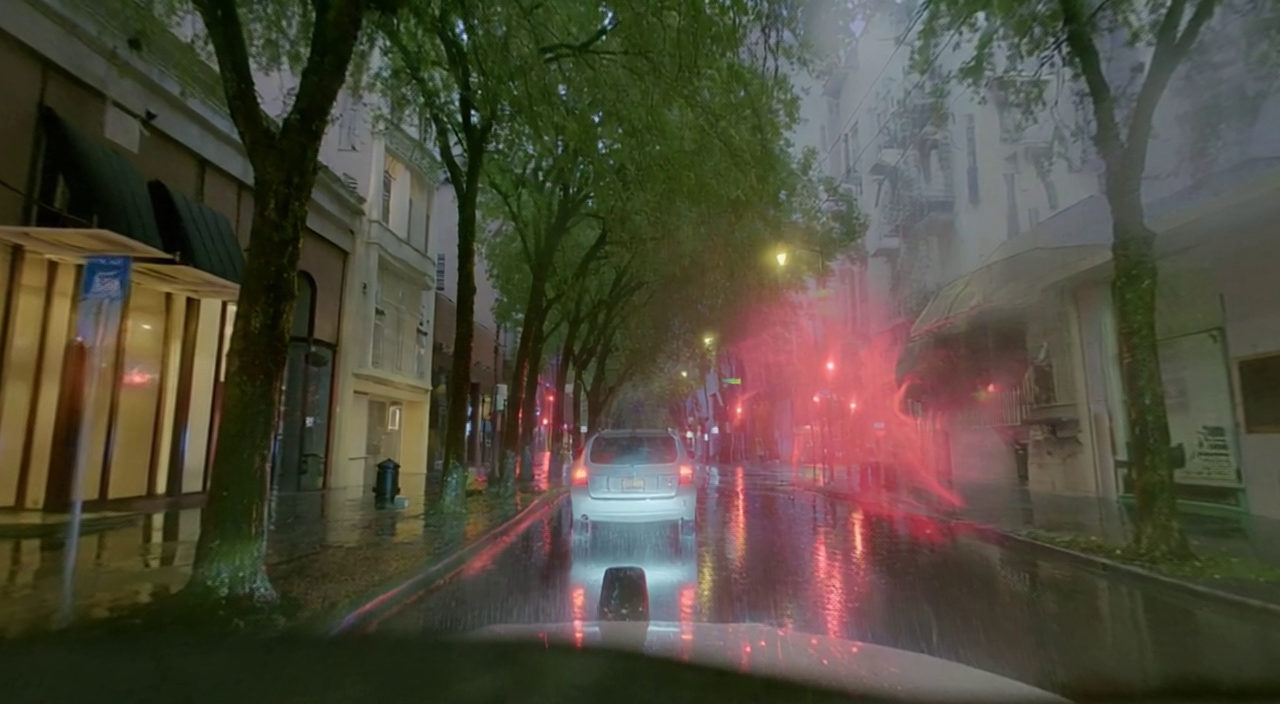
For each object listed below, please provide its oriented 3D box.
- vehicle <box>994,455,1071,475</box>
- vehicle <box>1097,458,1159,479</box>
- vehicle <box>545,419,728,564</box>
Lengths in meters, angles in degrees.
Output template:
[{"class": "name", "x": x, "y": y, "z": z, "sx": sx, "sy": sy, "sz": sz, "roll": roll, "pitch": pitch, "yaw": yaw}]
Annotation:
[{"class": "vehicle", "x": 29.783, "y": 8.584, "z": 47.918, "sx": 4.668, "sy": 1.441, "sz": 1.904, "roll": 1, "pitch": -9, "yaw": -6}, {"class": "vehicle", "x": 36.980, "y": 8.819, "z": 47.798, "sx": 3.445, "sy": 1.363, "sz": 1.608, "roll": 2, "pitch": -8, "yaw": -1}, {"class": "vehicle", "x": -0.083, "y": 1.873, "z": 9.147, "sx": 2.079, "sy": 1.621, "sz": 3.861, "roll": 0, "pitch": -8, "yaw": -1}]
